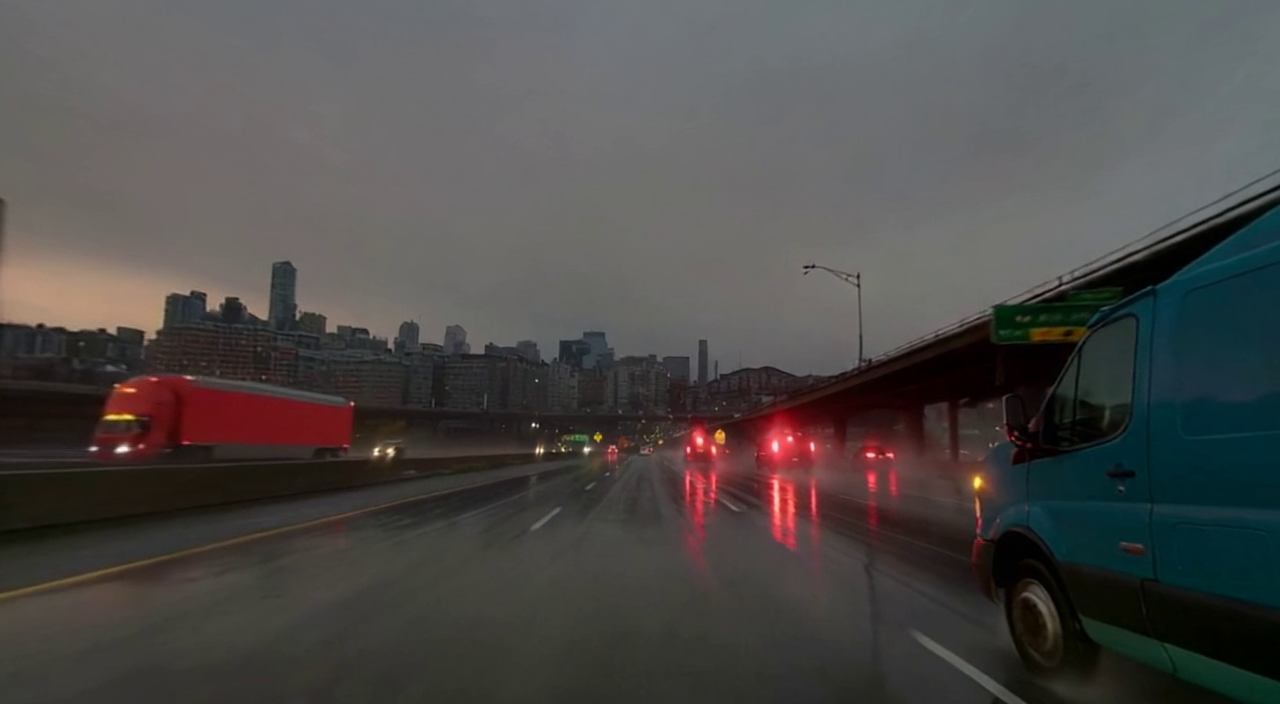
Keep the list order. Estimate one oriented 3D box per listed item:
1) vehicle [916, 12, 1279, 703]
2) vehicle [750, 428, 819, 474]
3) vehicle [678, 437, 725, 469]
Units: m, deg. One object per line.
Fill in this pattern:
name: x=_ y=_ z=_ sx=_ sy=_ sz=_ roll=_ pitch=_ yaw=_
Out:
vehicle: x=3.307 y=0.133 z=1.104 sx=2.436 sy=2.745 sz=7.034 roll=0 pitch=-8 yaw=0
vehicle: x=7.451 y=5.200 z=33.249 sx=2.301 sy=2.203 sz=5.419 roll=0 pitch=-8 yaw=-1
vehicle: x=4.054 y=6.777 z=42.642 sx=2.464 sy=1.961 sz=5.520 roll=0 pitch=-8 yaw=-1
